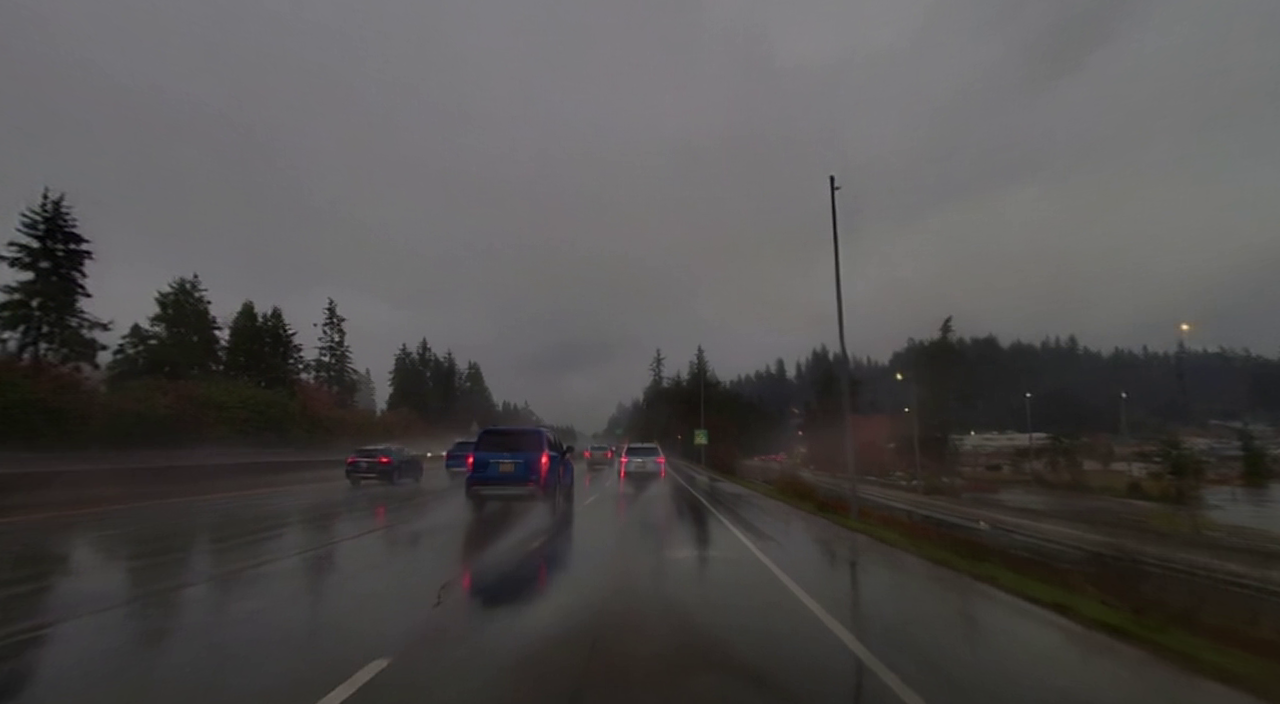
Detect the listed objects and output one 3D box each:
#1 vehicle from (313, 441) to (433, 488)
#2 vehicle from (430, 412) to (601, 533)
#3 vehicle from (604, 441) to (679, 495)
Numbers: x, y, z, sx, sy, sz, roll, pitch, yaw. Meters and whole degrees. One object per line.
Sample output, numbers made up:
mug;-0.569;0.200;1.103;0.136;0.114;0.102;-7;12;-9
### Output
vehicle;-9.316;3.946;22.487;2.126;1.480;4.589;0;-9;3
vehicle;-1.997;2.114;11.546;2.123;1.798;4.108;0;-9;2
vehicle;0.089;3.524;19.535;2.068;1.488;4.045;0;-9;1
